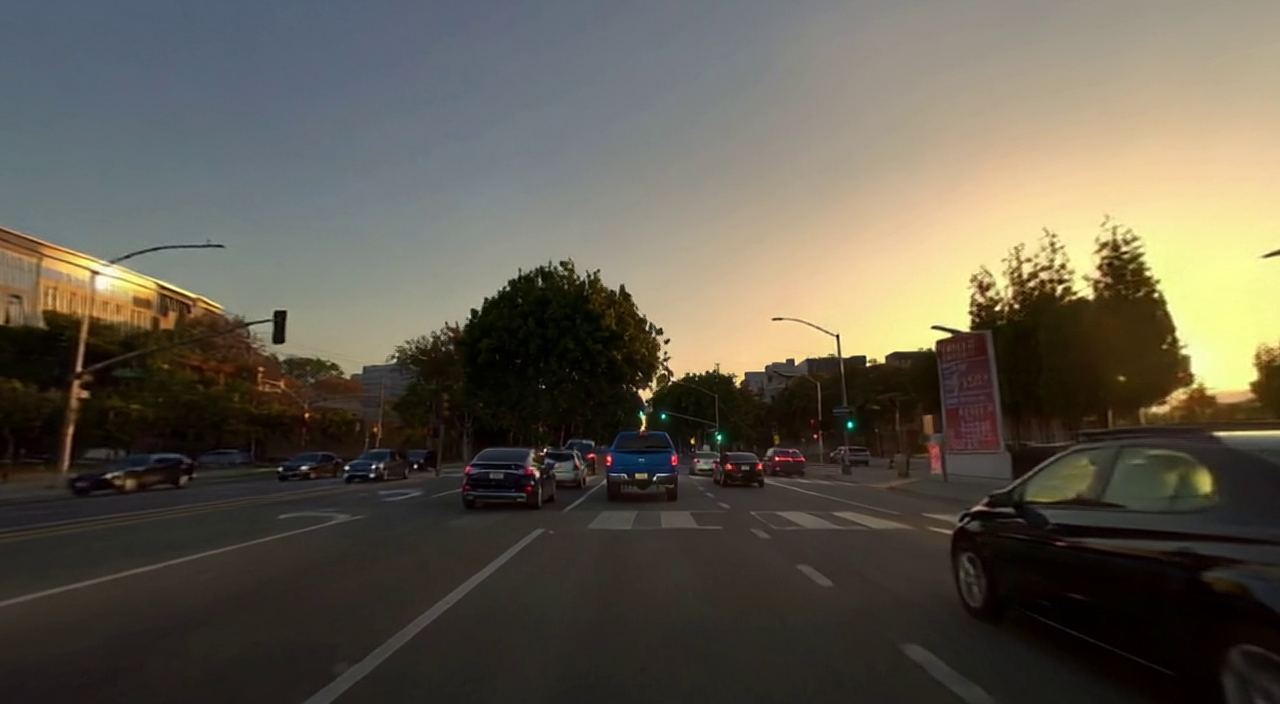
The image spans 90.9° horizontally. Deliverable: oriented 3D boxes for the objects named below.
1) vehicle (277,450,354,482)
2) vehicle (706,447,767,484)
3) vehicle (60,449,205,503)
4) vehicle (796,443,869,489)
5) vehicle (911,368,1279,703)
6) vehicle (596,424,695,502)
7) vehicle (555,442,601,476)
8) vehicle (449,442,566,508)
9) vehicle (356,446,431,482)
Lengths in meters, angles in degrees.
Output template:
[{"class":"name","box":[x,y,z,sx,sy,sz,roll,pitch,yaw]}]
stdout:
[{"class":"vehicle","box":[-18.482,6.475,36.117,2.025,1.625,4.527,0,-9,-1]},{"class":"vehicle","box":[4.154,4.925,27.756,1.968,1.472,4.456,0,-9,0]},{"class":"vehicle","box":[-17.552,4.254,22.125,1.985,1.642,4.081,1,-9,-7]},{"class":"vehicle","box":[8.831,5.218,29.267,2.126,1.820,4.521,2,-8,2]},{"class":"vehicle","box":[3.419,1.051,3.535,1.955,1.628,4.152,0,-9,1]},{"class":"vehicle","box":[0.120,3.200,18.562,2.493,1.934,4.957,0,-9,0]},{"class":"vehicle","box":[-3.273,5.748,33.998,2.018,1.700,4.142,0,-9,0]},{"class":"vehicle","box":[-3.252,3.126,16.517,1.986,1.465,4.509,-1,-9,2]},{"class":"vehicle","box":[-12.284,5.578,31.720,2.054,1.662,4.384,0,-9,-1]}]
